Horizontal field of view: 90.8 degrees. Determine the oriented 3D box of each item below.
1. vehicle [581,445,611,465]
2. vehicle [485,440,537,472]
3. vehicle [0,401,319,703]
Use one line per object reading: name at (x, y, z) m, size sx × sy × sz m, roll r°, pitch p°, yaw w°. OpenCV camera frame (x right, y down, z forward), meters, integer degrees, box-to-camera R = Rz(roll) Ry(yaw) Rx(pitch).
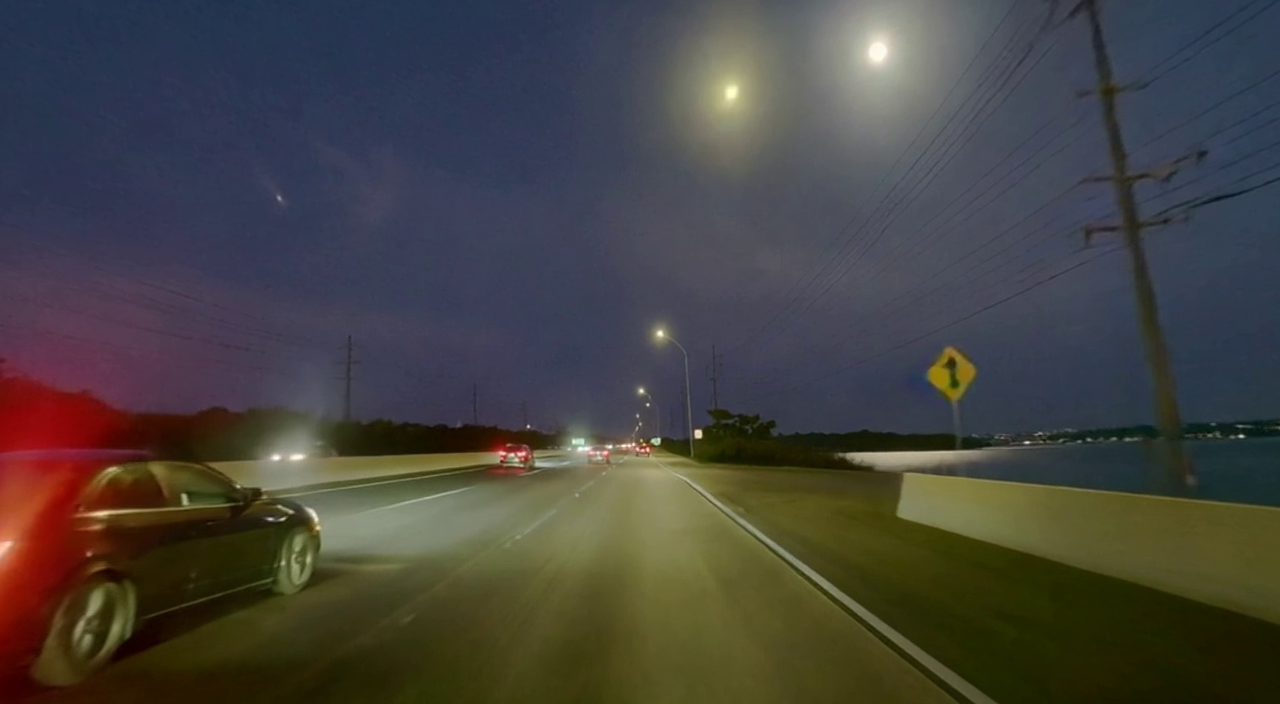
vehicle at (-3.417, 8.082, 49.659) m, size 1.957 × 1.494 × 4.207 m, roll 0°, pitch -8°, yaw 1°
vehicle at (-7.414, 6.036, 36.816) m, size 2.050 × 1.717 × 4.418 m, roll 0°, pitch -8°, yaw 1°
vehicle at (-3.630, 0.995, 2.812) m, size 2.015 × 1.501 × 4.454 m, roll 0°, pitch -8°, yaw 1°
